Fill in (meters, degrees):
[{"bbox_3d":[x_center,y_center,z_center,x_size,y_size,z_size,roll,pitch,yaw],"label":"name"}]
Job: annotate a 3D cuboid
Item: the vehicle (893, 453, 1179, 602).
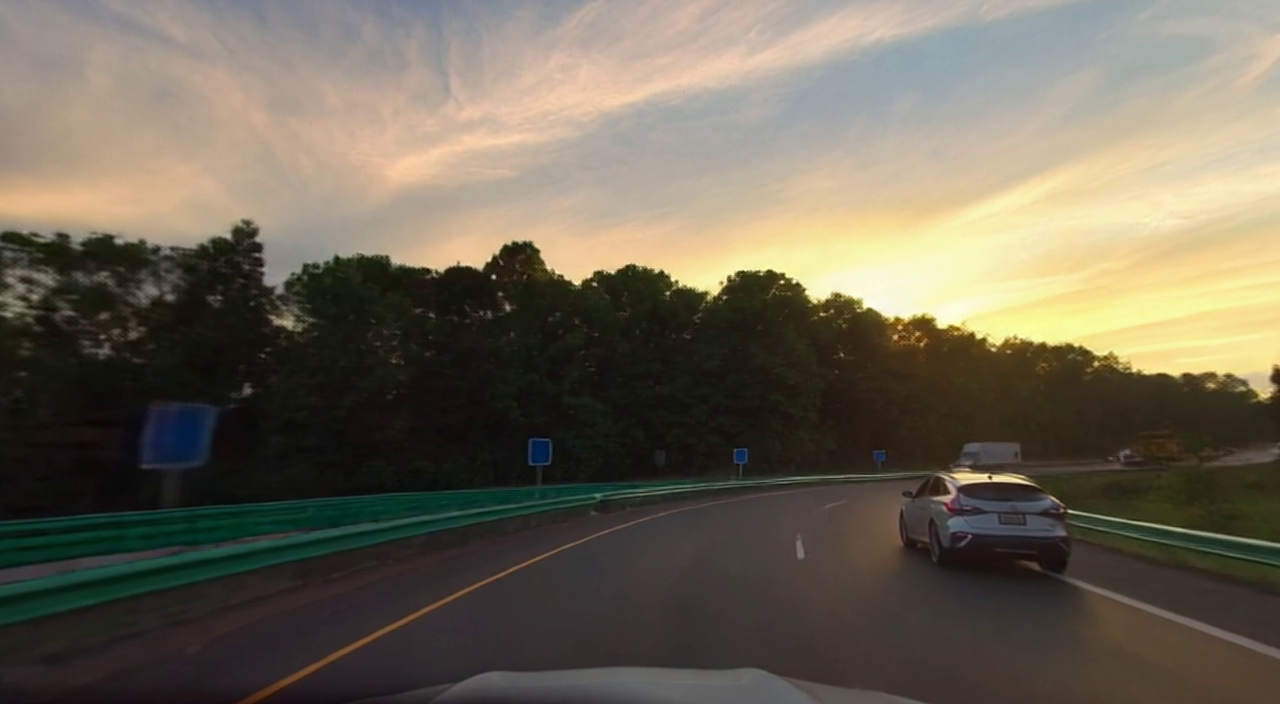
[{"bbox_3d":[5.272,2.341,9.208,2.023,1.593,4.105,-1,-11,10],"label":"vehicle"}]
